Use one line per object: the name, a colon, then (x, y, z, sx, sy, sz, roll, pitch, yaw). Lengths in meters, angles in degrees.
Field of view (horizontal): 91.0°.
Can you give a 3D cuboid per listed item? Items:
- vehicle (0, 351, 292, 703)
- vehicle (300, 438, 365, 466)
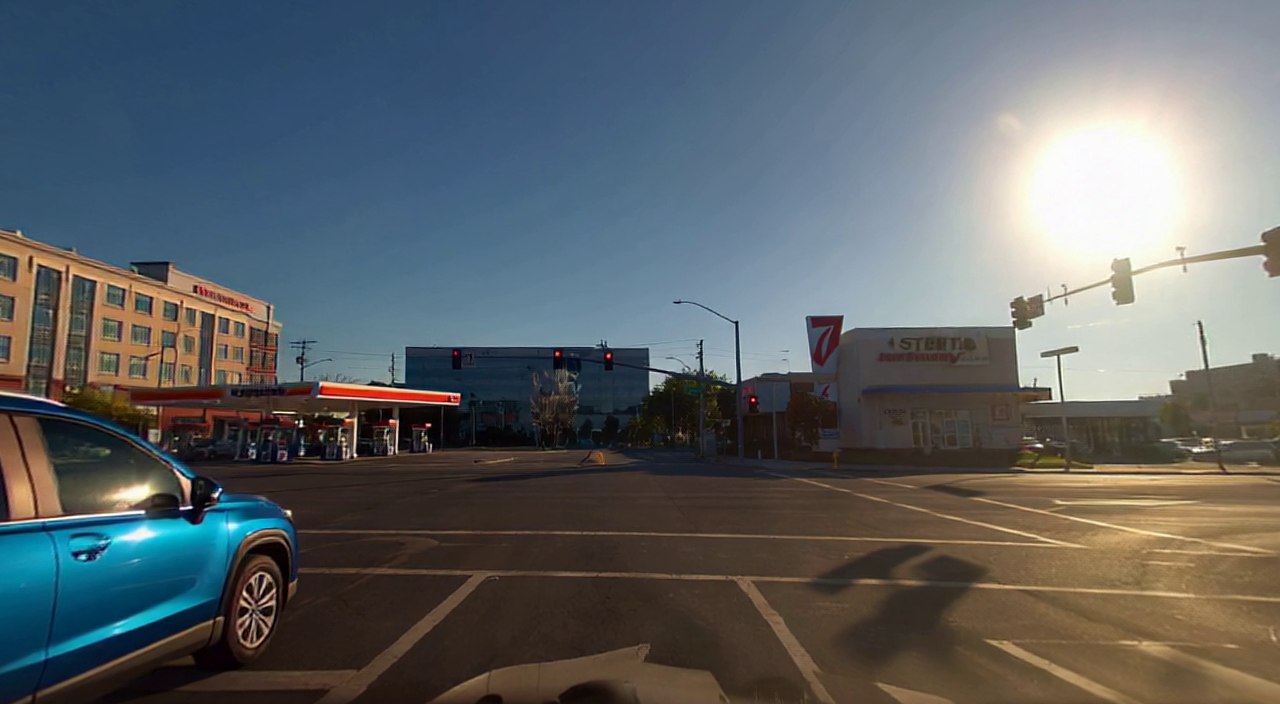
vehicle: (-3.432, 0.803, 2.039, 2.053, 1.690, 4.364, 0, -9, 0)
vehicle: (-20.468, 6.682, 42.157, 2.004, 1.699, 4.486, 0, -9, 1)
